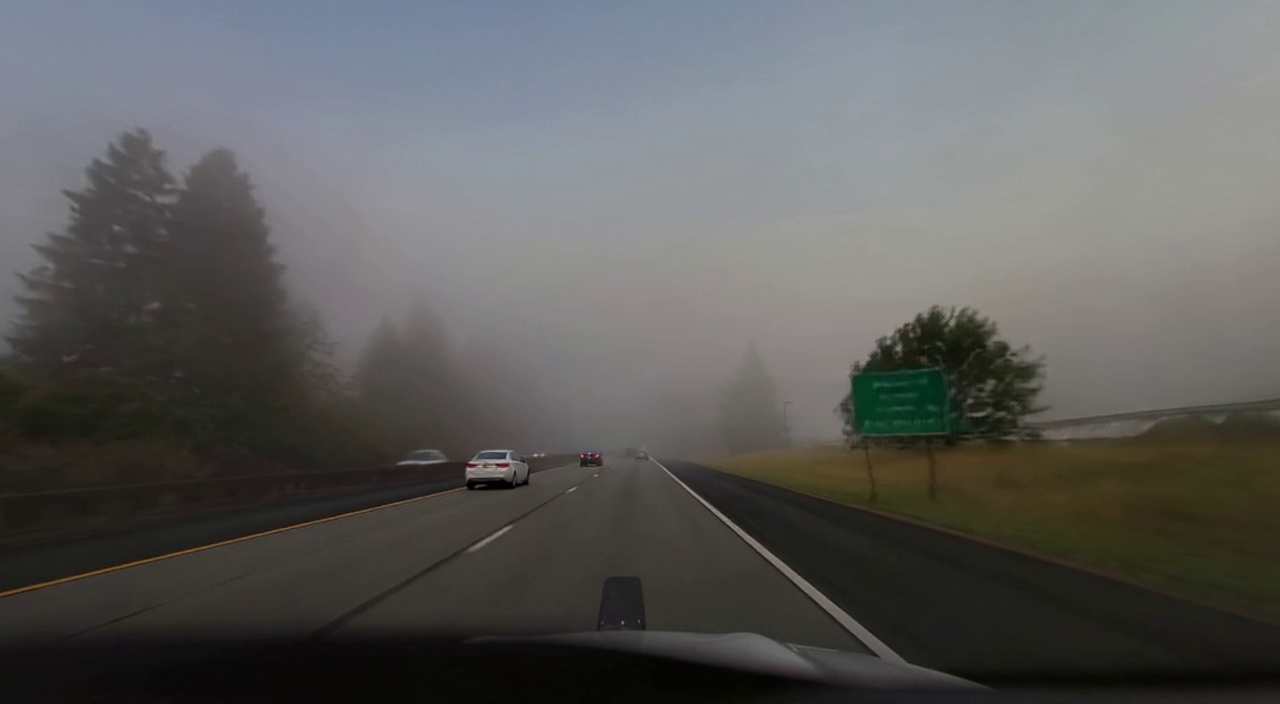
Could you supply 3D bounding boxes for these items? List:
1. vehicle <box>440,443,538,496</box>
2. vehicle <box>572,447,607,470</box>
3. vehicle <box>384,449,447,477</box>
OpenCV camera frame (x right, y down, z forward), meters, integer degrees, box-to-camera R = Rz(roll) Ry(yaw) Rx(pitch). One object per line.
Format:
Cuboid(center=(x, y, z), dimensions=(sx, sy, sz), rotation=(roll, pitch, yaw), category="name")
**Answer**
Cuboid(center=(-4.740, 3.755, 20.534), dimensions=(1.975, 1.501, 4.603), rotation=(0, -9, 1), category="vehicle")
Cuboid(center=(-3.381, 7.177, 42.573), dimensions=(2.005, 1.474, 3.921), rotation=(0, -9, 1), category="vehicle")
Cuboid(center=(-13.600, 6.747, 38.482), dimensions=(1.928, 1.584, 5.200), rotation=(0, -9, 0), category="vehicle")
